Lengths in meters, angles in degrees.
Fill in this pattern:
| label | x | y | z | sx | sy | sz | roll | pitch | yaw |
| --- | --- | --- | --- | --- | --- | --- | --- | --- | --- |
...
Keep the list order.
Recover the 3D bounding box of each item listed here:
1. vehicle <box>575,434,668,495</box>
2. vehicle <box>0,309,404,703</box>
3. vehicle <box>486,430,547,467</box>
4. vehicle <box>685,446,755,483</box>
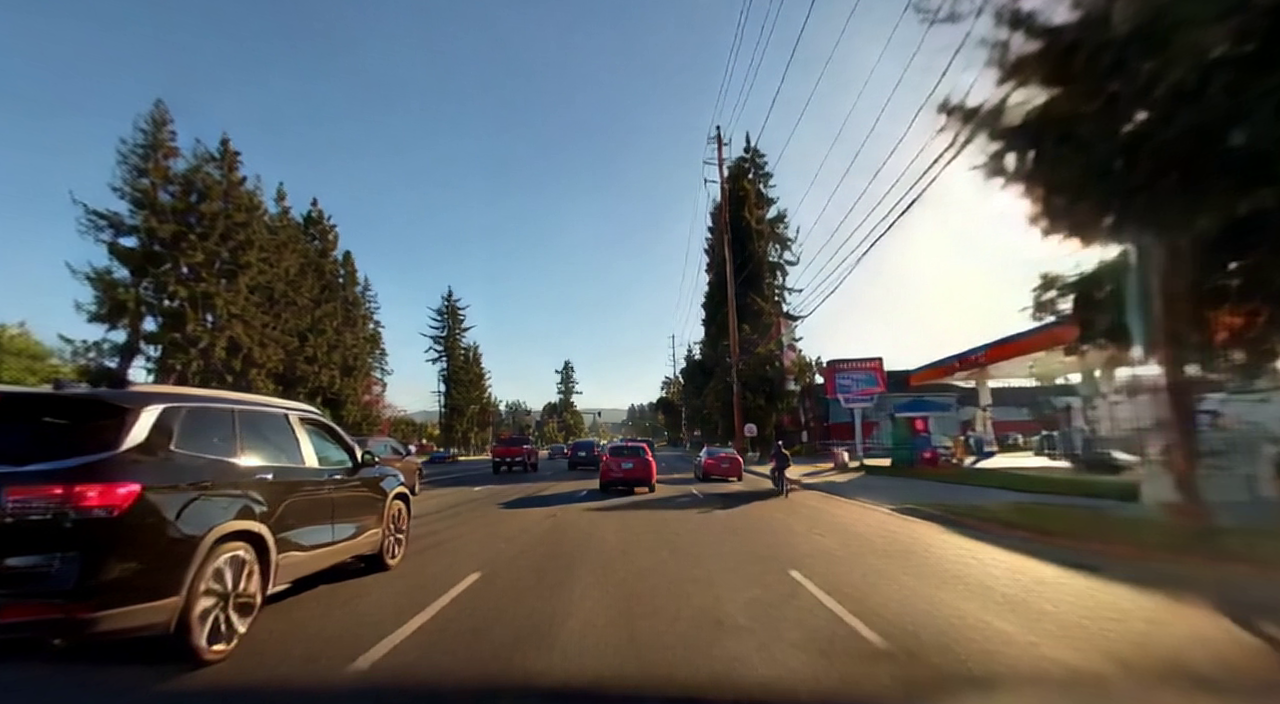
| label | x | y | z | sx | sy | sz | roll | pitch | yaw |
| --- | --- | --- | --- | --- | --- | --- | --- | --- | --- |
| vehicle | -0.441 | 2.945 | 16.958 | 2.189 | 1.437 | 4.135 | 0 | -8 | 0 |
| vehicle | -3.333 | 0.898 | 3.941 | 1.922 | 1.642 | 4.547 | 0 | -8 | 0 |
| vehicle | -6.787 | 5.368 | 35.421 | 2.385 | 1.918 | 5.056 | 0 | -8 | 0 |
| vehicle | 3.024 | 4.350 | 24.783 | 2.065 | 1.302 | 4.416 | 0 | -8 | -1 |
